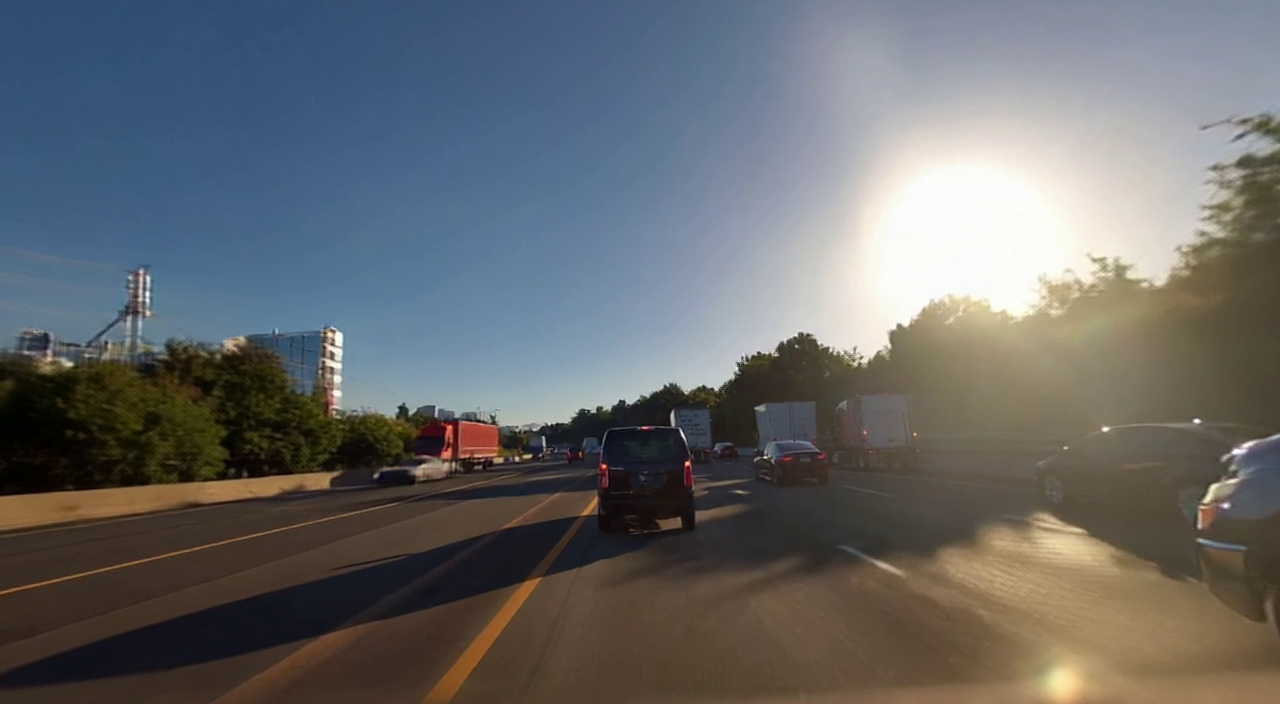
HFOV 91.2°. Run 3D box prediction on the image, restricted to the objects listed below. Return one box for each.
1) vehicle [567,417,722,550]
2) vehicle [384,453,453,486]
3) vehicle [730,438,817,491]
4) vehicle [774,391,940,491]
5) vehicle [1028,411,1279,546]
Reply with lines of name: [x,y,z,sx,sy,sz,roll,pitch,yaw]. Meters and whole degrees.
vehicle: [0.031,1.944,9.759,1.965,1.664,3.428,0,-9,-1]
vehicle: [-11.500,6.114,32.902,1.925,1.517,4.598,0,-9,0]
vehicle: [4.136,3.547,20.018,1.859,1.512,3.711,0,-9,-1]
vehicle: [8.102,3.655,25.449,2.799,3.188,10.578,0,-9,-1]
vehicle: [8.566,1.897,9.995,1.913,1.652,4.384,0,-9,0]
